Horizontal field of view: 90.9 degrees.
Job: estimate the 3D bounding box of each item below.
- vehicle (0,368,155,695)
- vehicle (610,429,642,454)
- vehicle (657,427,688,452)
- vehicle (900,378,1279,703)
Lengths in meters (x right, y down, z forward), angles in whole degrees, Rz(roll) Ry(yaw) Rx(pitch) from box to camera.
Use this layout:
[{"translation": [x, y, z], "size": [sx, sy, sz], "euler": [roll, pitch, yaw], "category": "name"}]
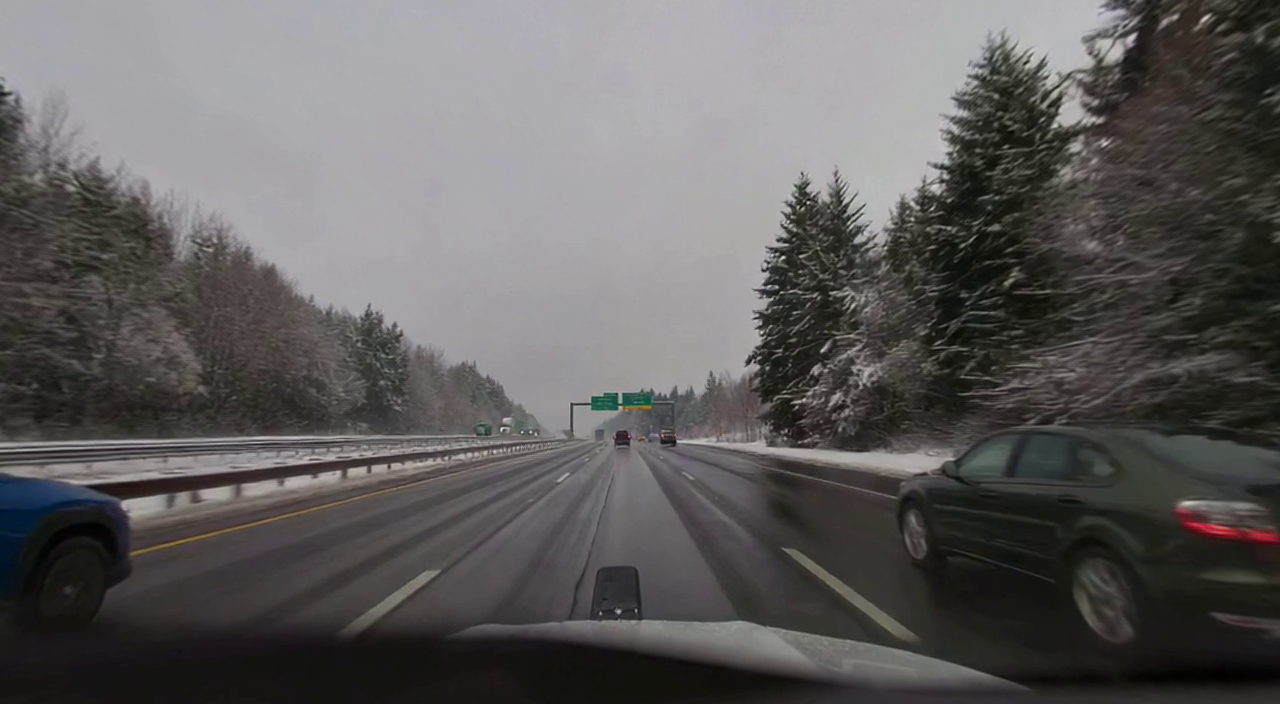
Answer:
[{"translation": [-4.163, 0.738, 1.962], "size": [2.100, 1.590, 4.077], "euler": [0, -7, -2], "category": "vehicle"}, {"translation": [-1.041, 6.410, 45.080], "size": [2.159, 1.690, 3.720], "euler": [0, -7, -2], "category": "vehicle"}, {"translation": [2.552, 6.931, 49.861], "size": [1.976, 1.905, 3.263], "euler": [1, -7, -5], "category": "vehicle"}, {"translation": [3.400, 0.996, 3.340], "size": [2.063, 1.537, 4.465], "euler": [0, -7, -1], "category": "vehicle"}]
